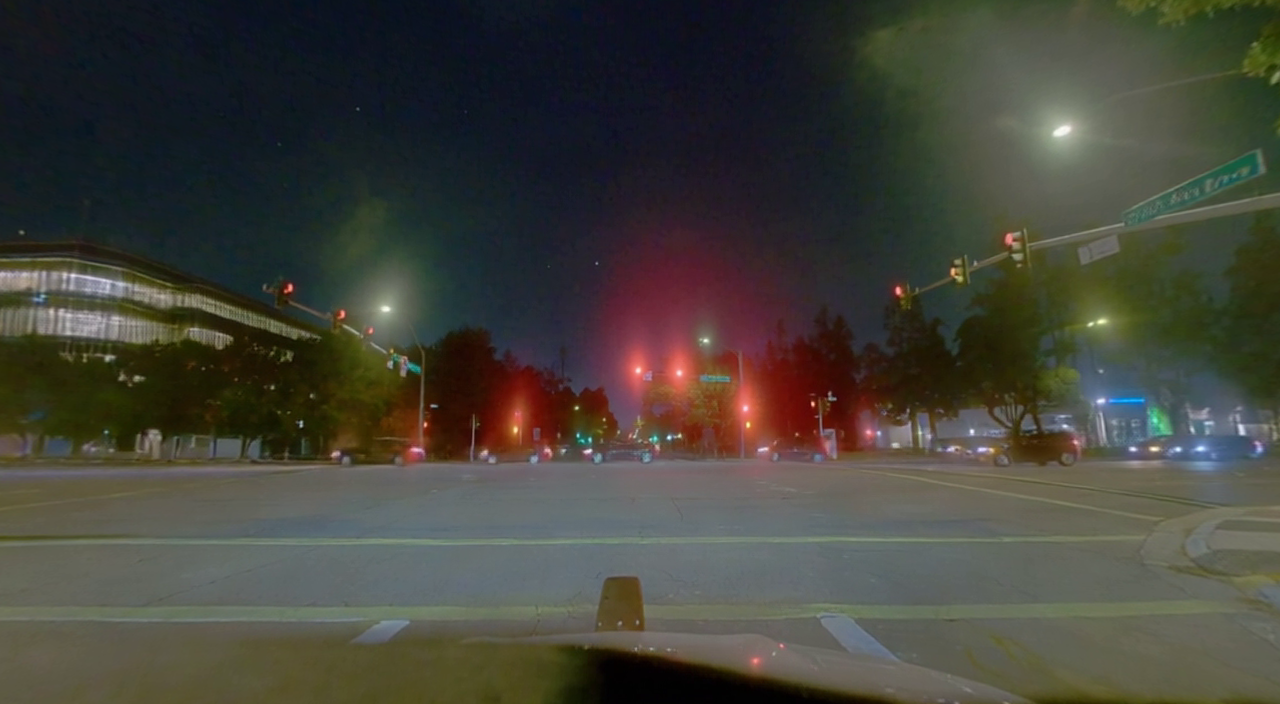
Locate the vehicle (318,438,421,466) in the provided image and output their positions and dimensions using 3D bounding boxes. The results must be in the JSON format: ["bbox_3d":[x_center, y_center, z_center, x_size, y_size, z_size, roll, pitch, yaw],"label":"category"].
[{"bbox_3d":[-14.252,5.295,33.436,4.629,1.423,1.833,-1,-9,2],"label":"vehicle"}]

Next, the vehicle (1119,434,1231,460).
[{"bbox_3d":[31.099,5.533,36.807,4.724,1.452,1.870,0,-9,0],"label":"vehicle"}]

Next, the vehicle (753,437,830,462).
[{"bbox_3d":[9.598,6.194,40.204,4.443,1.472,1.794,0,-9,1],"label":"vehicle"}]

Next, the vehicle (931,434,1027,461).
[{"bbox_3d":[19.616,5.558,36.720,4.519,1.476,1.767,0,-9,0],"label":"vehicle"}]

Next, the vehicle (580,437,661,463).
[{"bbox_3d":[-1.124,5.682,36.789,4.631,1.435,1.715,0,-9,0],"label":"vehicle"}]

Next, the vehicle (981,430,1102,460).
[{"bbox_3d":[25.272,5.874,39.904,6.133,1.833,2.155,0,-9,-2],"label":"vehicle"}]

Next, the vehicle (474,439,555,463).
[{"bbox_3d":[-7.949,6.282,40.219,4.759,1.445,1.865,0,-9,0],"label":"vehicle"}]
